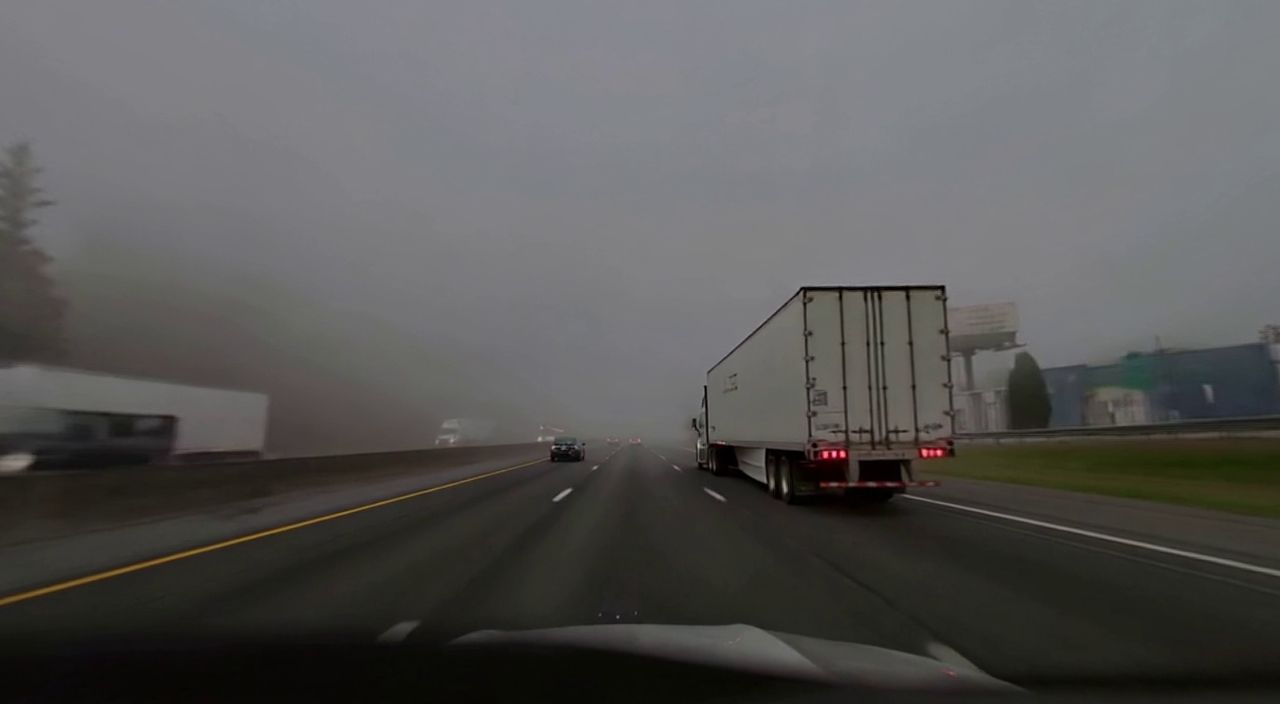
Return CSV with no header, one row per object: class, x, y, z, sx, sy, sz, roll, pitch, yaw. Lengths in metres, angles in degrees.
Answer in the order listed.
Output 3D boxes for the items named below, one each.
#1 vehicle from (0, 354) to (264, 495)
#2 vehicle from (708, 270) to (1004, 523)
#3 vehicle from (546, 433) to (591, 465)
vehicle,-20.181,2.917,24.247,2.895,4.107,13.894,0,-8,0
vehicle,3.831,1.378,15.149,2.871,3.815,11.331,0,-8,-1
vehicle,-3.565,4.886,31.955,1.930,1.484,3.849,0,-8,-1
